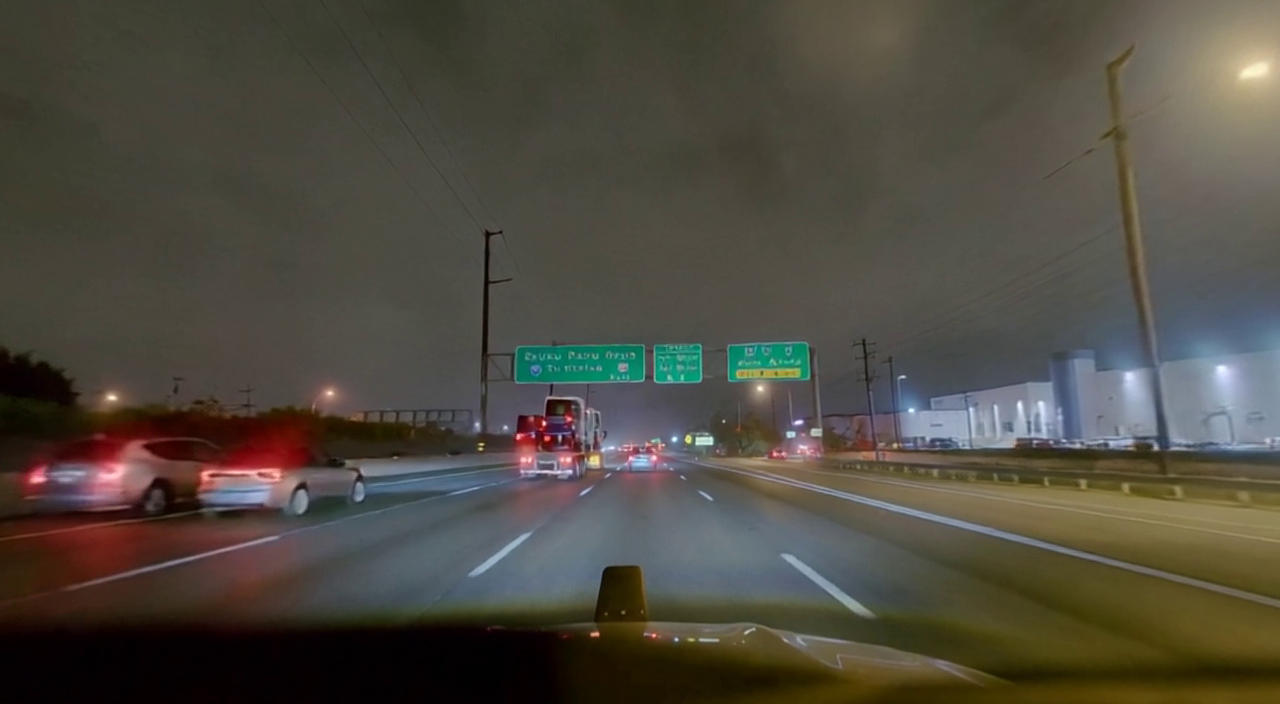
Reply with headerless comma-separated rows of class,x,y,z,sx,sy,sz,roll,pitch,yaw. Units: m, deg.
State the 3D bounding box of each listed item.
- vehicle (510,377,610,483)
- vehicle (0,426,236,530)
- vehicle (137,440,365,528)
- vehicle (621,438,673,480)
vehicle,-3.630,4.349,33.878,2.888,4.308,16.259,0,-8,1
vehicle,-10.534,2.405,12.606,1.997,1.692,4.294,0,-8,0
vehicle,-7.538,2.559,12.836,1.945,1.482,4.109,0,-8,1
vehicle,0.325,5.034,30.047,2.279,1.837,4.747,0,-8,0
